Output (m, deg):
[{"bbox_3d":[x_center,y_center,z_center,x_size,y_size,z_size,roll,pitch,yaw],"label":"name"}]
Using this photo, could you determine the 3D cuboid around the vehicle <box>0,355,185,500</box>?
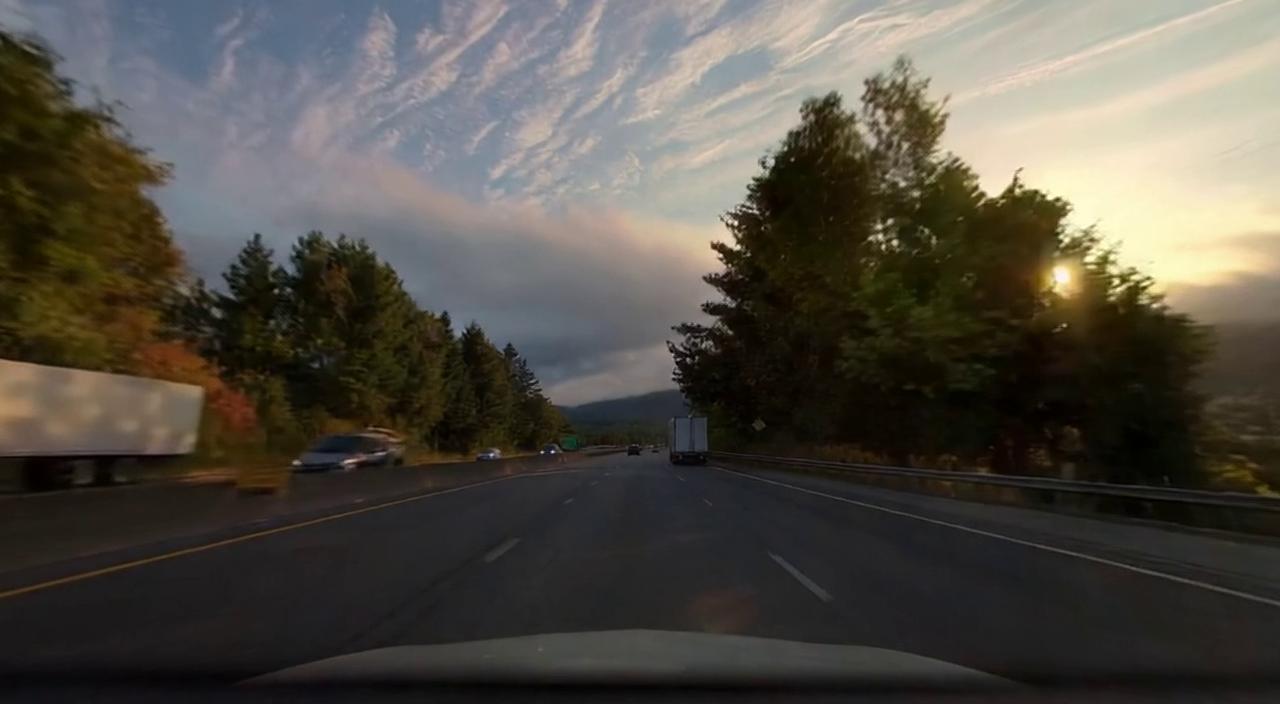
[{"bbox_3d":[-19.565,2.228,18.413,2.913,4.049,12.675,0,-9,0],"label":"vehicle"}]

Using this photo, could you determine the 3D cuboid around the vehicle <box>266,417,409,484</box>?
[{"bbox_3d":[-12.033,4.056,25.894,2.321,2.365,6.898,0,-9,1],"label":"vehicle"}]
